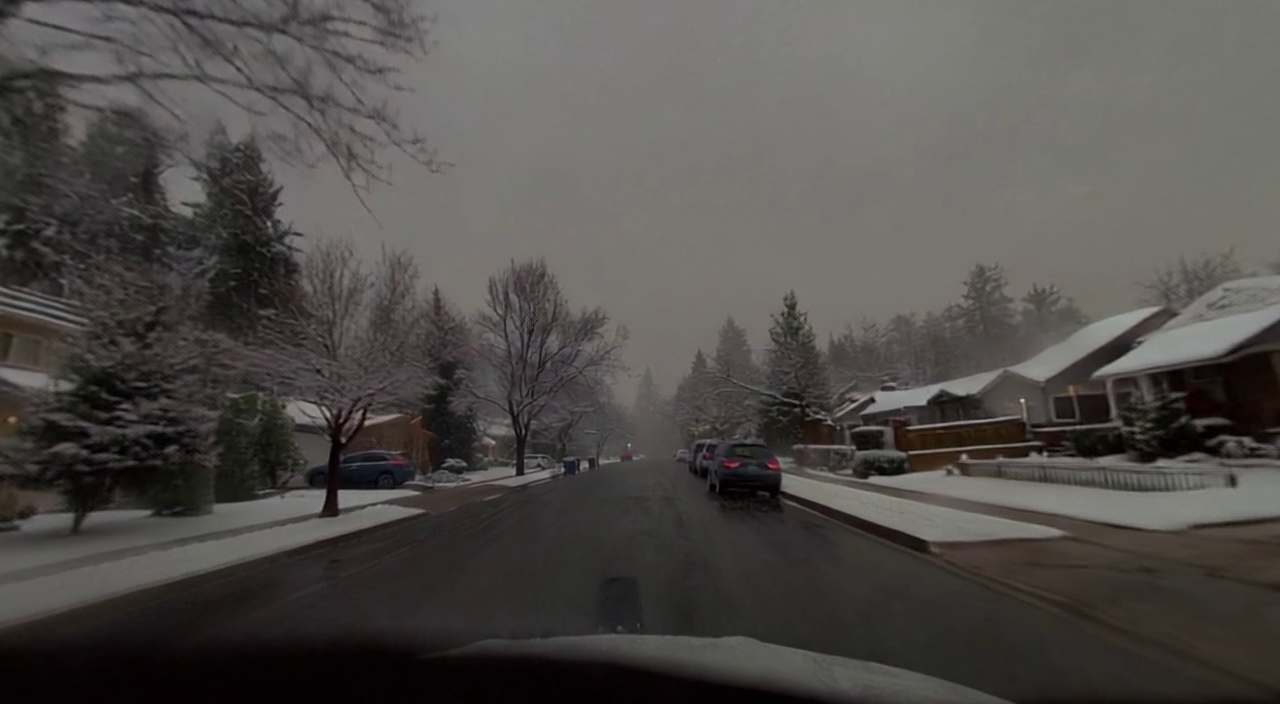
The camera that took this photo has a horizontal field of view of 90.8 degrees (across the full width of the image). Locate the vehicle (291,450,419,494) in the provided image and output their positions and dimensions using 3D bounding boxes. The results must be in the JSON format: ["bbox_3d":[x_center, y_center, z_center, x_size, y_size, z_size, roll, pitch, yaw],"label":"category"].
[{"bbox_3d":[-12.230,5.149,27.322,4.511,1.809,2.018,-1,-8,3],"label":"vehicle"}]

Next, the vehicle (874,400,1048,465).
[{"bbox_3d":[11.057,2.850,22.133,4.861,1.911,2.181,1,-12,4],"label":"vehicle"}]

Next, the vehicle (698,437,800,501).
[{"bbox_3d":[2.790,3.120,17.330,2.009,1.506,4.698,0,-8,0],"label":"vehicle"}]
